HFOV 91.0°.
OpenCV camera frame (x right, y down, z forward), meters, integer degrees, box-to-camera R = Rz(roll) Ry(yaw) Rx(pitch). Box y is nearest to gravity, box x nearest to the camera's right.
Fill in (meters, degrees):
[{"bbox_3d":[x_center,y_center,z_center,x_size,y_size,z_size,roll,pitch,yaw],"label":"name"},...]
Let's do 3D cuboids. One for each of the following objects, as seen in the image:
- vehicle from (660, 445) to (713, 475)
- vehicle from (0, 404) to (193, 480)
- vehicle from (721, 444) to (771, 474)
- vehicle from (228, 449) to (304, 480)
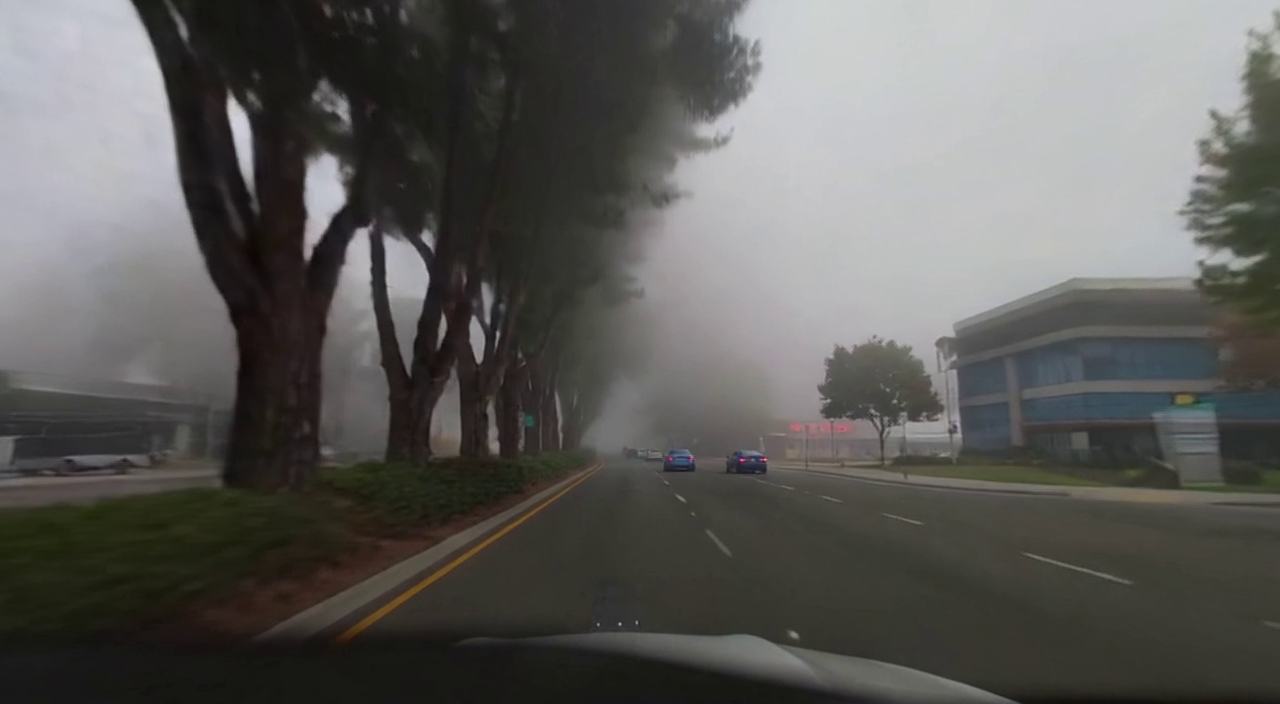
[{"bbox_3d":[2.369,5.696,33.351,2.256,1.451,4.313,0,-9,-3],"label":"vehicle"},{"bbox_3d":[-26.311,4.208,29.375,8.121,3.260,2.889,2,-9,-11],"label":"vehicle"},{"bbox_3d":[5.894,5.973,35.340,1.886,1.528,4.169,0,-9,-3],"label":"vehicle"},{"bbox_3d":[-20.000,6.010,33.878,1.730,1.516,3.847,0,-9,-1],"label":"vehicle"}]
